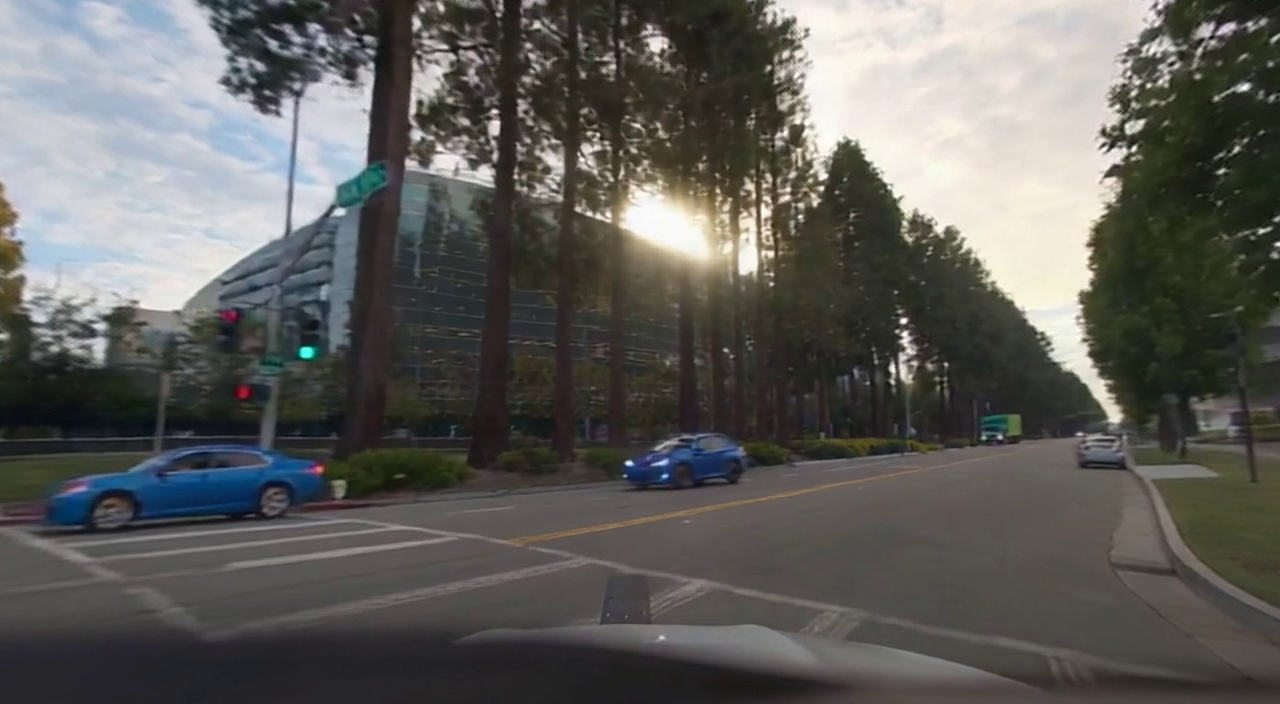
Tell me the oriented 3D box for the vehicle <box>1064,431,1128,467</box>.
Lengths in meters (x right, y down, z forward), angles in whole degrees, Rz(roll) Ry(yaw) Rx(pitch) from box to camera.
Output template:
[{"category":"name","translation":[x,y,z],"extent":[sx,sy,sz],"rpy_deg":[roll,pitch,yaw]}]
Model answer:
[{"category":"vehicle","translation":[20.738,4.398,28.691],"extent":[2.098,1.509,4.389],"rpy_deg":[-6,-10,35]}]

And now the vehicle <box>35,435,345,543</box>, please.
[{"category":"vehicle","translation":[-7.222,2.110,10.394],"extent":[1.757,1.410,3.816],"rpy_deg":[-8,-12,44]}]

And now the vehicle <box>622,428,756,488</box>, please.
[{"category":"vehicle","translation":[1.701,3.385,20.499],"extent":[2.145,1.687,4.662],"rpy_deg":[-7,-10,37]}]
